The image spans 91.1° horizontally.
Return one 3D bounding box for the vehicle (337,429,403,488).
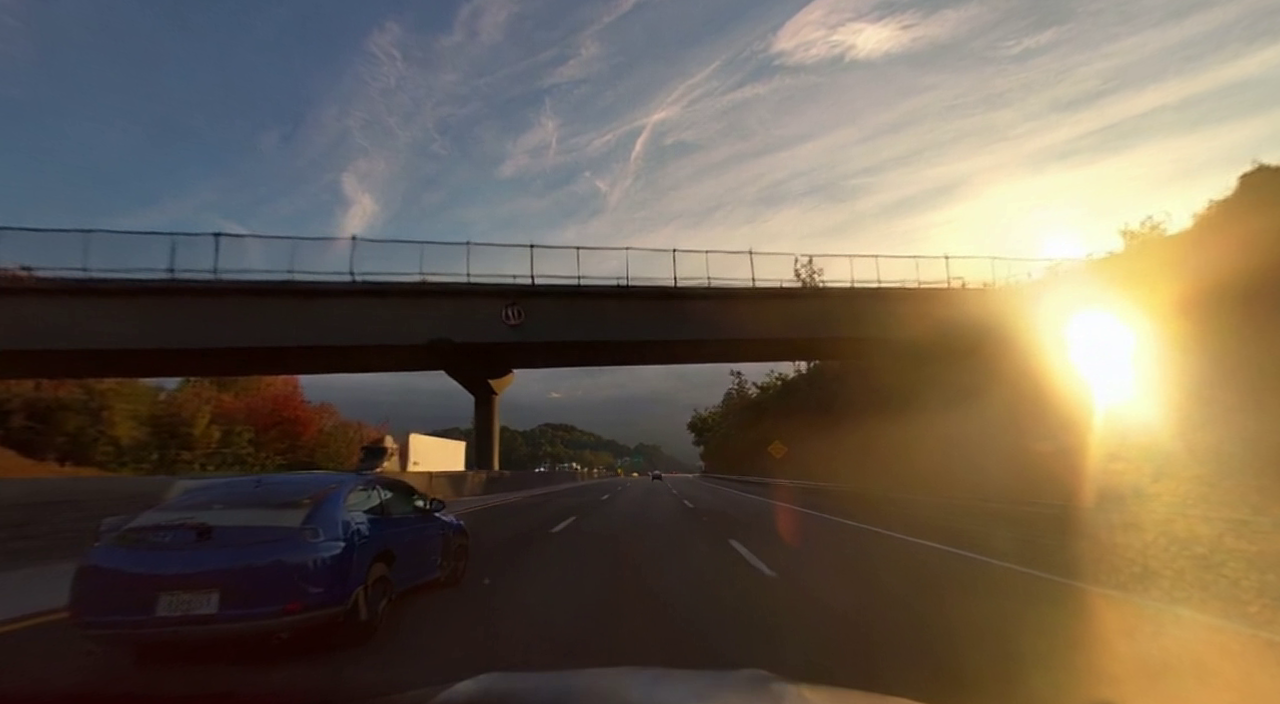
[{"bbox_3d":[-18.994,7.516,44.364,2.987,3.971,3.106,0,-11,1],"label":"vehicle"}]
